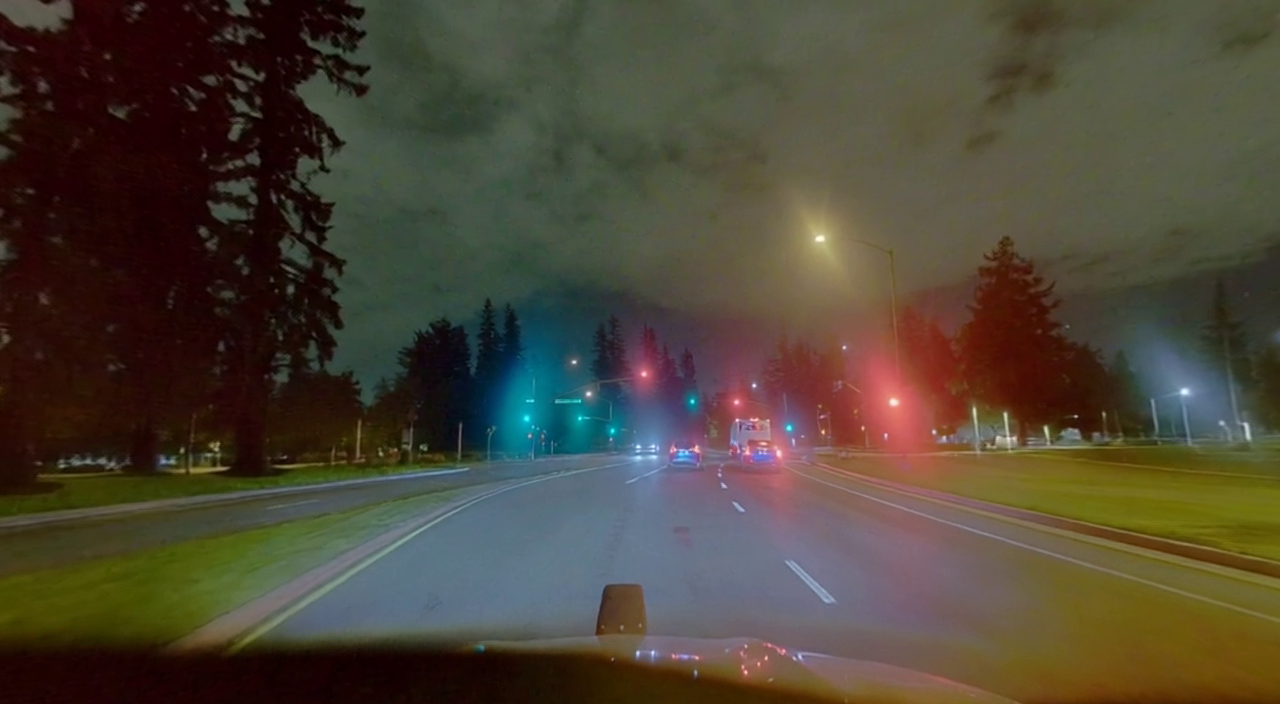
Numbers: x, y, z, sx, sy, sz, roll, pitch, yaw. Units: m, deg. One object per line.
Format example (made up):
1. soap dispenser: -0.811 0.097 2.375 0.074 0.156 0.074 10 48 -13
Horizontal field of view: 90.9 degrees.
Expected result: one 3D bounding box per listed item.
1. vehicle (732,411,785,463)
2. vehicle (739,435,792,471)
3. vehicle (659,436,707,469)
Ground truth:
1. vehicle: 7.539 5.584 41.054 2.721 3.047 7.204 -1 -9 6
2. vehicle: 5.680 4.631 29.008 1.989 1.497 4.436 -1 -8 6
3. vehicle: 2.164 4.887 30.723 2.066 1.482 4.273 -1 -8 7
